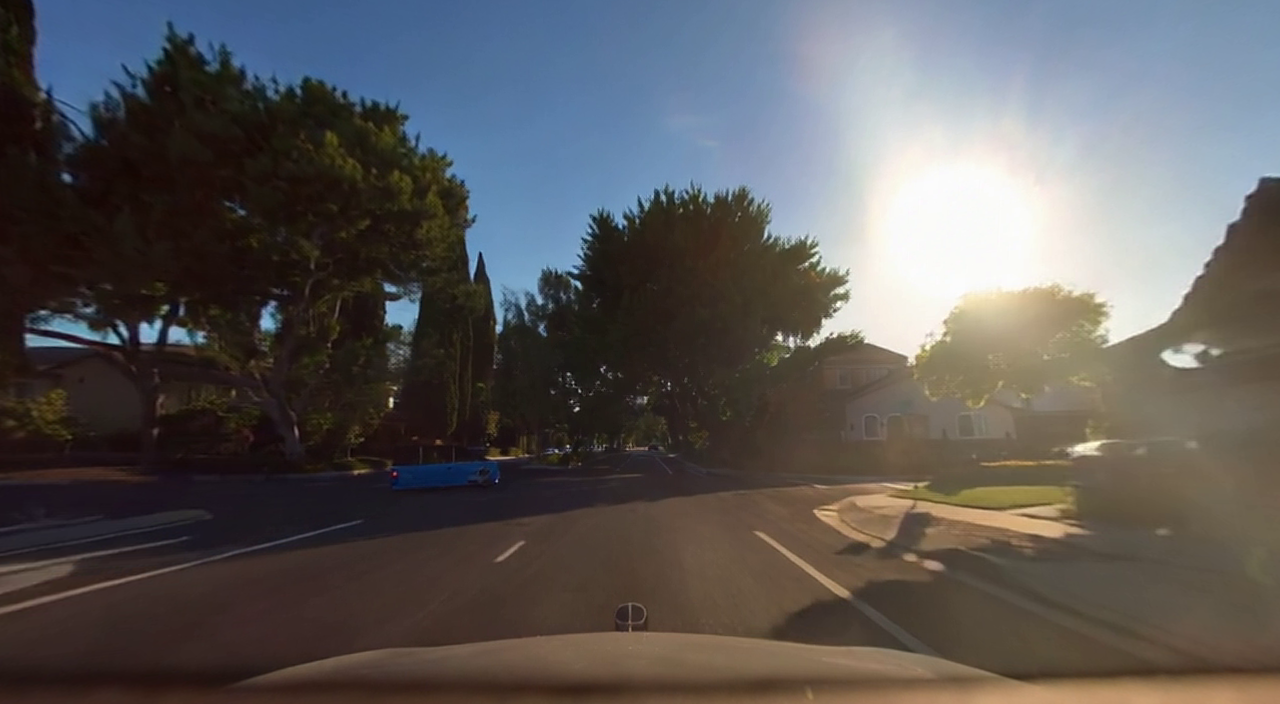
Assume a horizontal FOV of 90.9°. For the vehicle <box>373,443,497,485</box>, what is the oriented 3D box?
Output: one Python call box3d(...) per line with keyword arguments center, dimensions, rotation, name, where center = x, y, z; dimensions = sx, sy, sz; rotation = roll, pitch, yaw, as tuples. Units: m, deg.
box3d(center=(-9.128, 4.979, 28.334), dimensions=(2.170, 1.666, 4.788), rotation=(-8, -12, 43), name="vehicle")
